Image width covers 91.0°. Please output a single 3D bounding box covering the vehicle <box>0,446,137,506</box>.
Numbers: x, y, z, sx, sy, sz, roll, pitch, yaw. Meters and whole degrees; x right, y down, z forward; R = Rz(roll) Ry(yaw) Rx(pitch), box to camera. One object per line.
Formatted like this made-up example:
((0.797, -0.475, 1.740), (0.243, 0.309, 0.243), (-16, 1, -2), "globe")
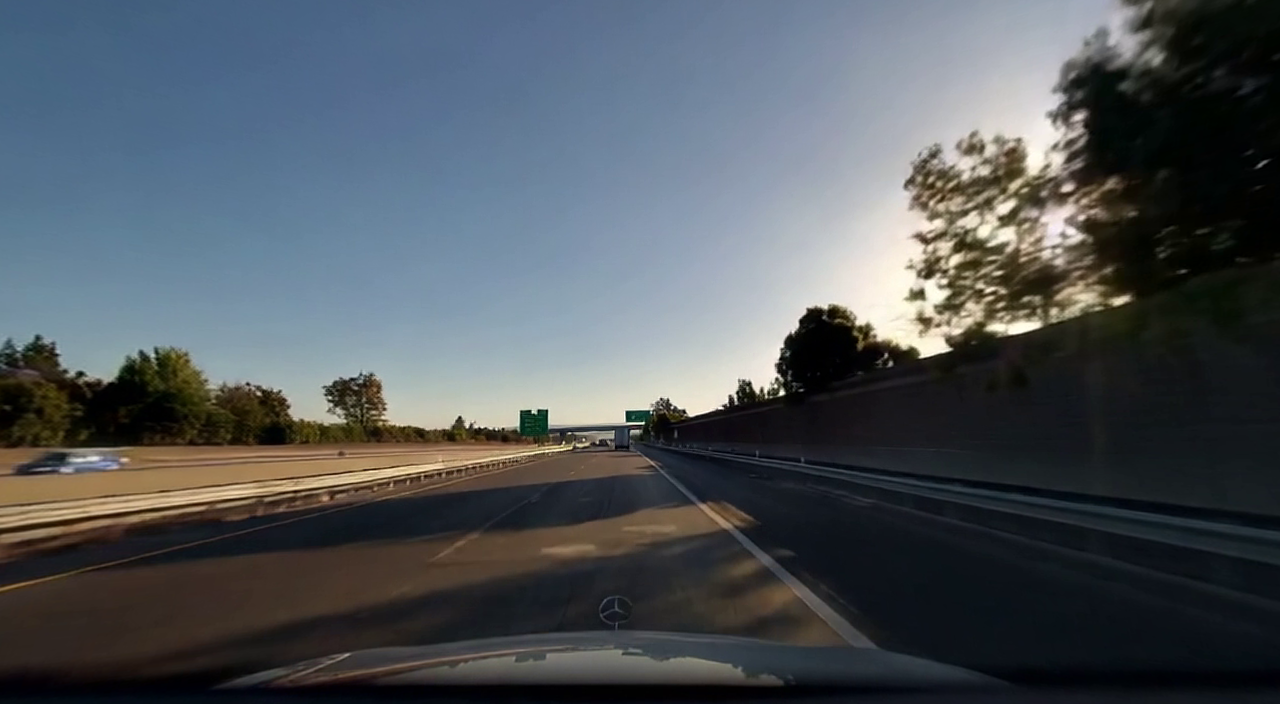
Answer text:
((-17.825, 3.642, 18.992), (1.950, 1.558, 4.121), (0, -8, -2), "vehicle")
